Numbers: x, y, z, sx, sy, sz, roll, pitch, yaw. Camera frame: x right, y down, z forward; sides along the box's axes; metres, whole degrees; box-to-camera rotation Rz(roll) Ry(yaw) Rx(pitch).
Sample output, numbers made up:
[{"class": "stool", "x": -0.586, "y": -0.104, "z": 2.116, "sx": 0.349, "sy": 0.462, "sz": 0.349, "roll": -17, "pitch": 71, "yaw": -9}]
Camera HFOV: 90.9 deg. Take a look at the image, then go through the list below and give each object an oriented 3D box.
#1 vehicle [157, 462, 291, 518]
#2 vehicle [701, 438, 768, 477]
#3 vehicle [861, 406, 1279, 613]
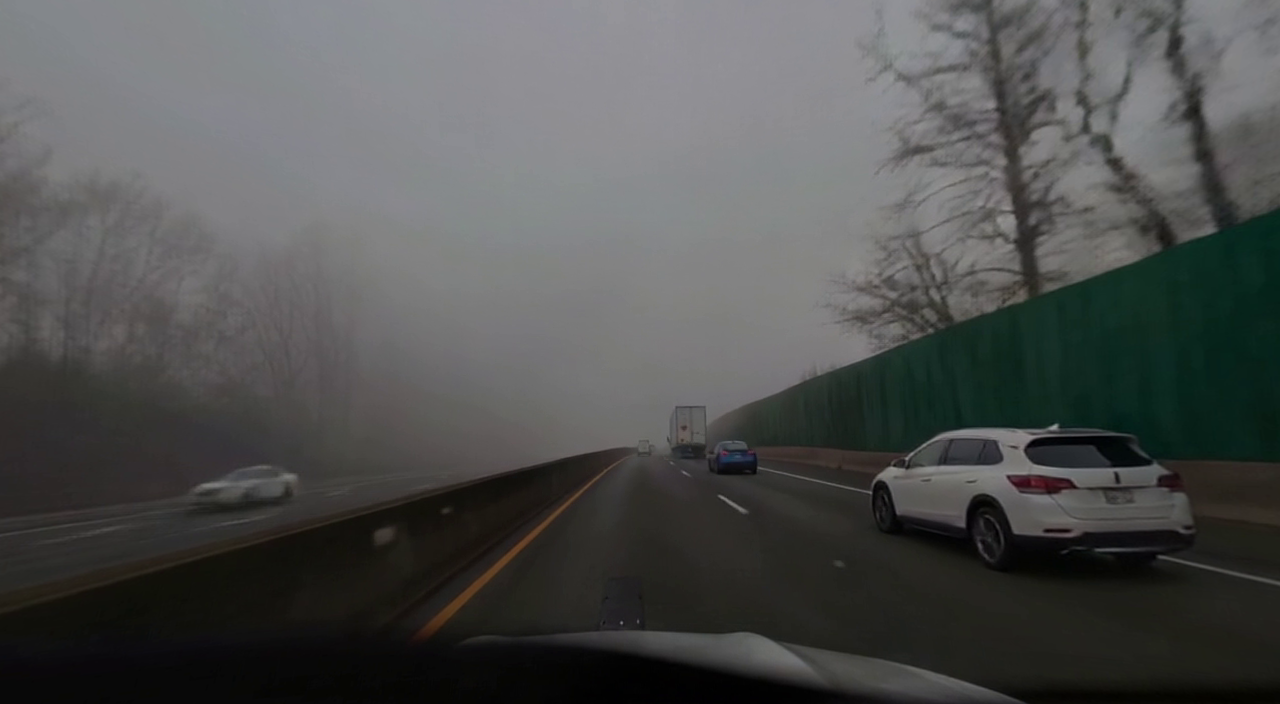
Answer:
[{"class": "vehicle", "x": -12.981, "y": 4.298, "z": 19.993, "sx": 1.777, "sy": 1.465, "sz": 3.889, "roll": 1, "pitch": -8, "yaw": -4}, {"class": "vehicle", "x": 3.865, "y": 4.367, "z": 26.428, "sx": 2.000, "sy": 1.473, "sz": 4.440, "roll": 1, "pitch": -8, "yaw": -2}, {"class": "vehicle", "x": 4.163, "y": 1.478, "z": 6.818, "sx": 1.940, "sy": 1.539, "sz": 4.005, "roll": 1, "pitch": -8, "yaw": -2}]
